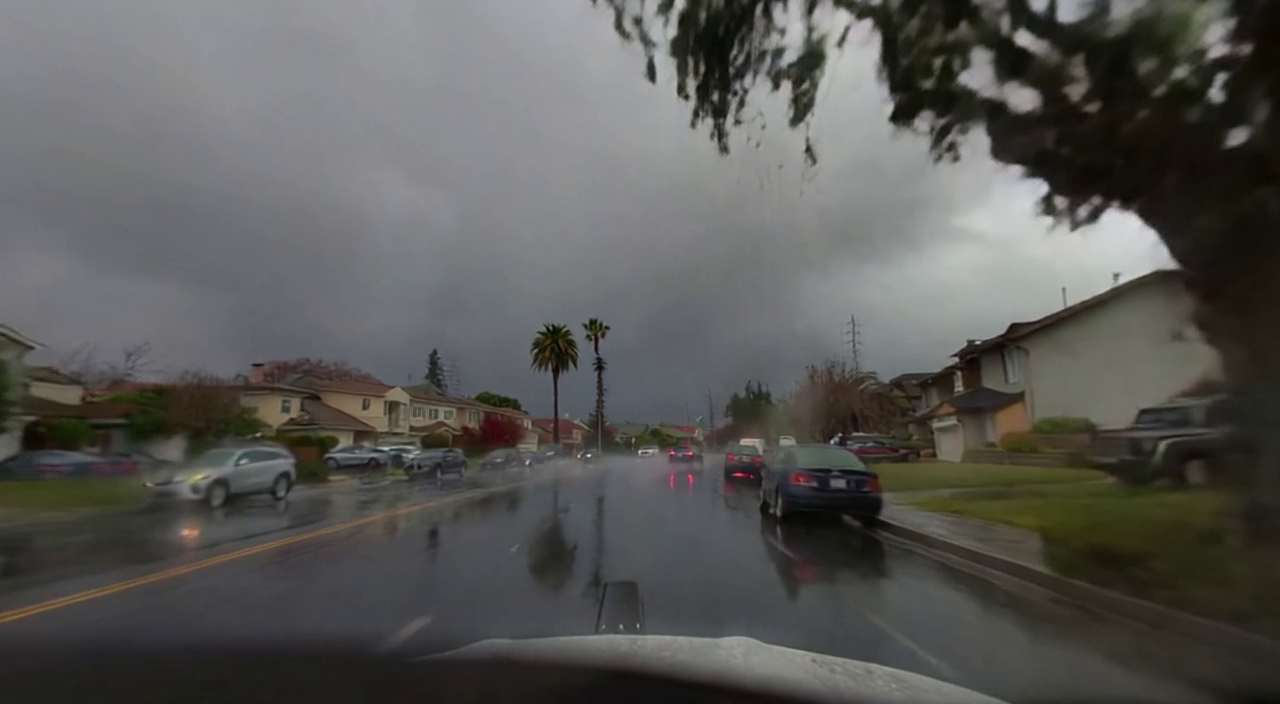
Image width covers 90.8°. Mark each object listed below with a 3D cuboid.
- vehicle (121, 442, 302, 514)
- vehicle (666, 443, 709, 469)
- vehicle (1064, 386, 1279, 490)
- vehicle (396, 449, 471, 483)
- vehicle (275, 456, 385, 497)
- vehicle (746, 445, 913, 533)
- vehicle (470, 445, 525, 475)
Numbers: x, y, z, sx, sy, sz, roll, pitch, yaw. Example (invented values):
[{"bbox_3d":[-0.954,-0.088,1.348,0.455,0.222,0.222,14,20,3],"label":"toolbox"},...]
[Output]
[{"bbox_3d":[-13.398,3.949,20.261,2.131,1.902,4.924,-3,-9,4],"label":"vehicle"},{"bbox_3d":[3.002,6.401,38.980,2.035,1.474,4.284,-2,-9,13],"label":"vehicle"},{"bbox_3d":[12.928,1.924,13.942,5.550,2.066,2.288,-6,-11,28],"label":"vehicle"},{"bbox_3d":[-11.623,6.433,36.032,1.967,1.736,4.730,-2,-9,11],"label":"vehicle"},{"bbox_3d":[-12.846,5.155,26.572,1.866,1.501,4.681,-1,-9,6],"label":"vehicle"},{"bbox_3d":[3.505,2.600,12.739,2.037,1.425,4.621,0,-9,1],"label":"vehicle"},{"bbox_3d":[-10.020,7.649,44.956,2.081,1.948,4.821,-2,-9,10],"label":"vehicle"}]
